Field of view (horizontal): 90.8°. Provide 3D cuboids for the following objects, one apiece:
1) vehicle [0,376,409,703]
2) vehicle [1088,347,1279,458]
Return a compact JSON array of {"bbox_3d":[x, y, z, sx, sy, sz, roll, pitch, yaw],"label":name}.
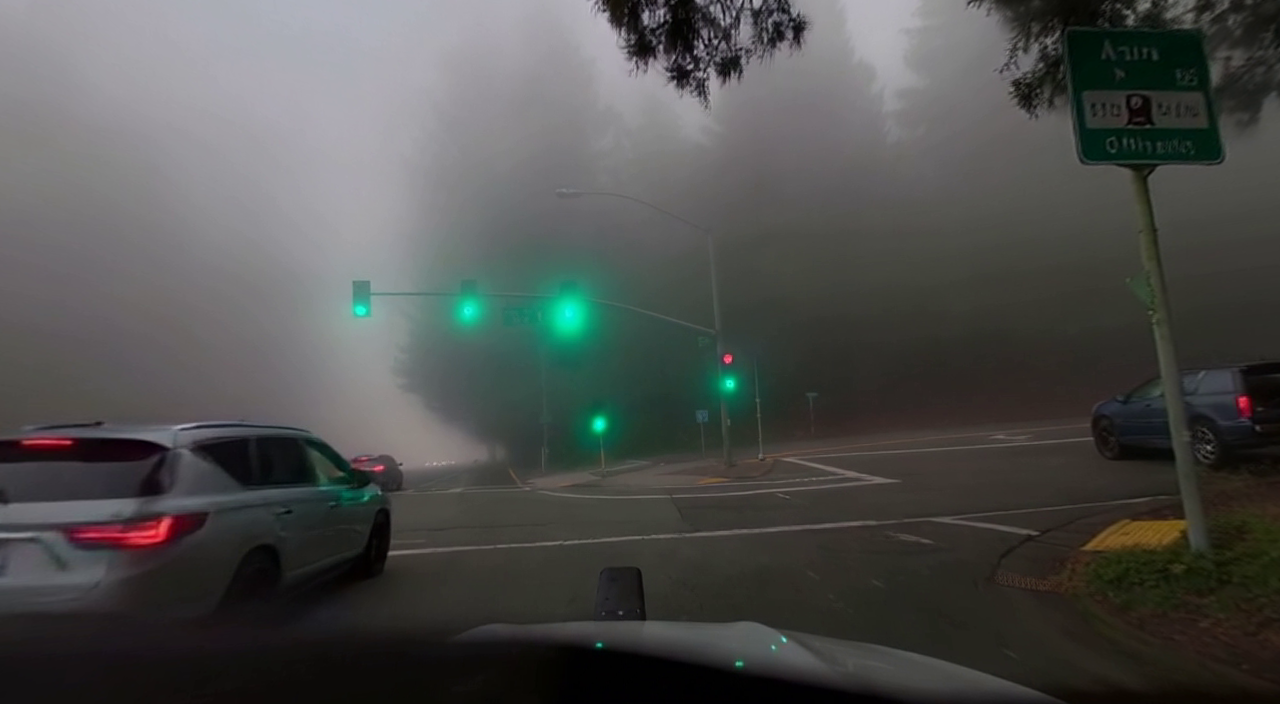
[{"bbox_3d":[-3.538,1.273,4.838,2.134,1.707,4.471,0,-8,-5],"label":"vehicle"},{"bbox_3d":[10.667,1.061,11.631,1.855,1.669,4.529,-1,-9,6],"label":"vehicle"}]
